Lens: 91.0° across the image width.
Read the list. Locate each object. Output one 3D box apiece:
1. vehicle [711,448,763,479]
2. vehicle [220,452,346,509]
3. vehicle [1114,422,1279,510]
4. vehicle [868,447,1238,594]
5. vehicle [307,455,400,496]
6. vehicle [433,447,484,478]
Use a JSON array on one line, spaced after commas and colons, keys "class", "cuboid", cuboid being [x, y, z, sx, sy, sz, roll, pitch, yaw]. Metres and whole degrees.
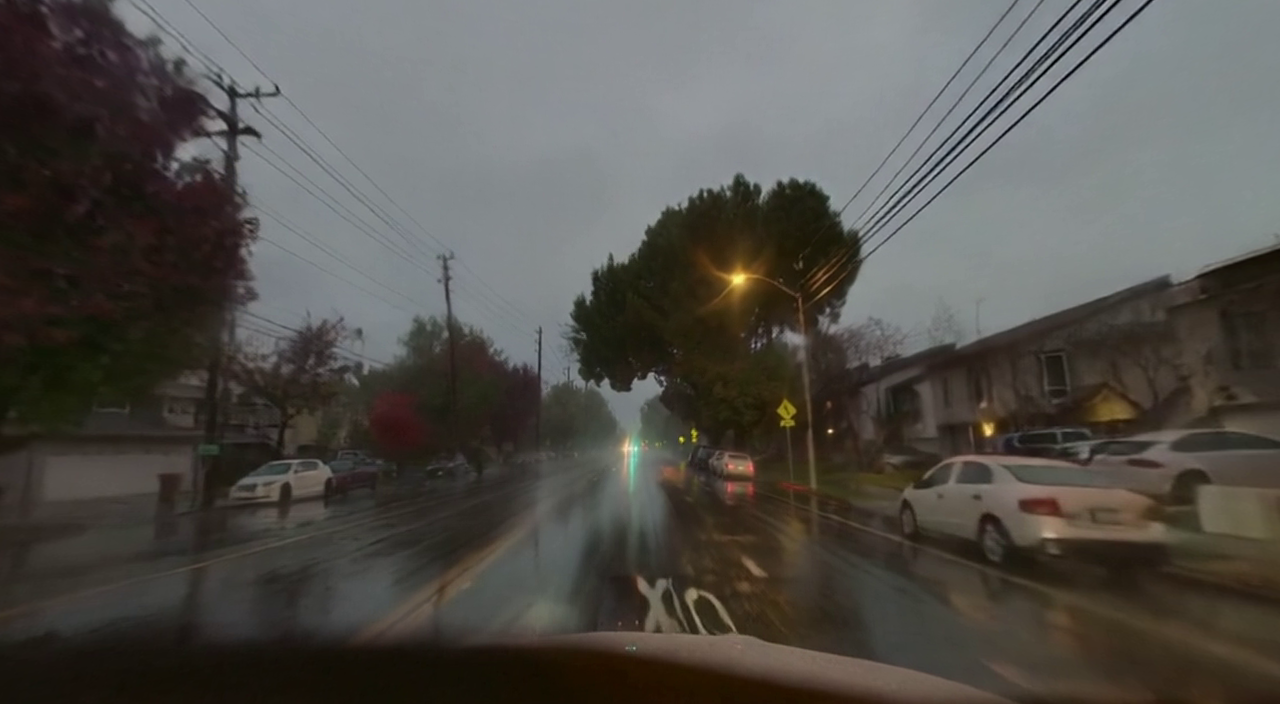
[{"class": "vehicle", "cuboid": [4.976, 5.726, 32.723, 1.924, 1.471, 4.259, 0, -9, -1]}, {"class": "vehicle", "cuboid": [-12.357, 4.432, 22.173, 1.999, 1.650, 4.381, -3, -9, -2]}, {"class": "vehicle", "cuboid": [12.523, 2.282, 12.780, 4.110, 1.622, 1.985, 0, -9, 0]}, {"class": "vehicle", "cuboid": [5.043, 2.066, 8.708, 2.022, 1.464, 4.462, 0, -9, -1]}, {"class": "vehicle", "cuboid": [-12.214, 5.275, 27.192, 1.877, 1.474, 4.419, -2, -9, 1]}, {"class": "vehicle", "cuboid": [-12.194, 7.458, 42.668, 2.116, 1.875, 4.675, -3, -9, 0]}]
